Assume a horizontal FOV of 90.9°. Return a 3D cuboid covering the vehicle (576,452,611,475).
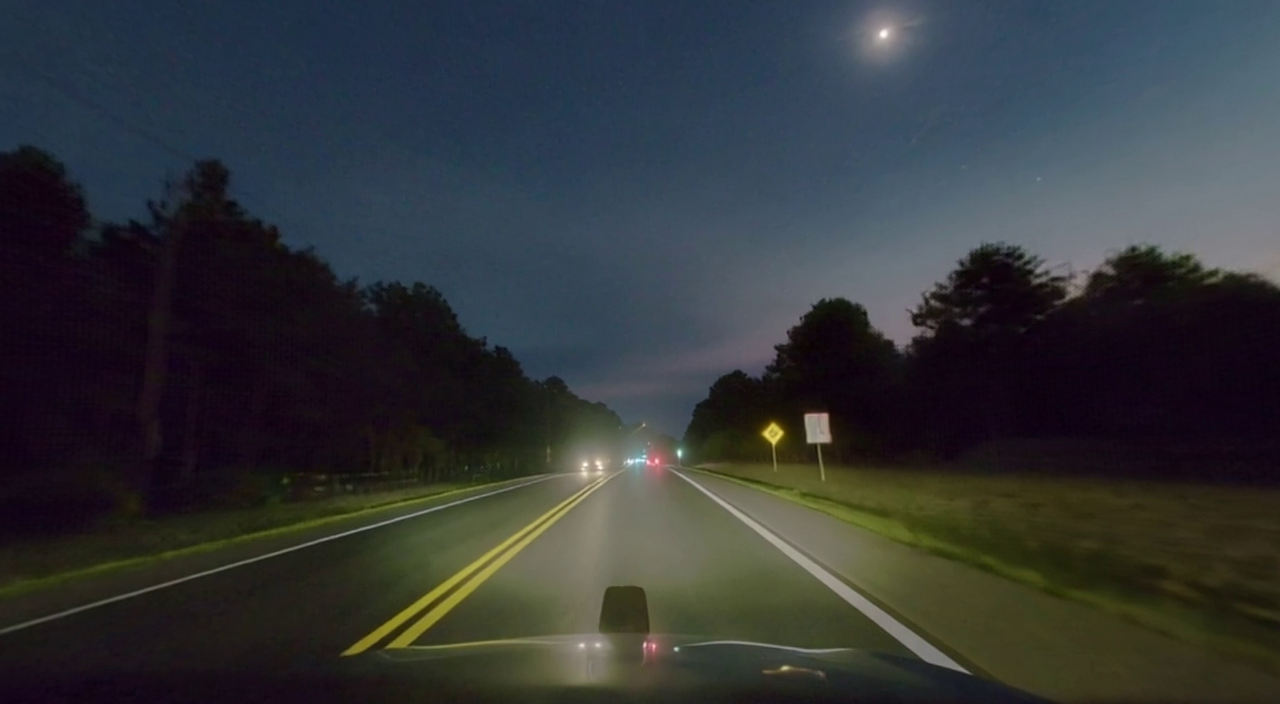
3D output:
[{"bbox_3d":[-3.196,7.837,44.414,1.937,1.473,4.570,-1,-8,2],"label":"vehicle"}]
